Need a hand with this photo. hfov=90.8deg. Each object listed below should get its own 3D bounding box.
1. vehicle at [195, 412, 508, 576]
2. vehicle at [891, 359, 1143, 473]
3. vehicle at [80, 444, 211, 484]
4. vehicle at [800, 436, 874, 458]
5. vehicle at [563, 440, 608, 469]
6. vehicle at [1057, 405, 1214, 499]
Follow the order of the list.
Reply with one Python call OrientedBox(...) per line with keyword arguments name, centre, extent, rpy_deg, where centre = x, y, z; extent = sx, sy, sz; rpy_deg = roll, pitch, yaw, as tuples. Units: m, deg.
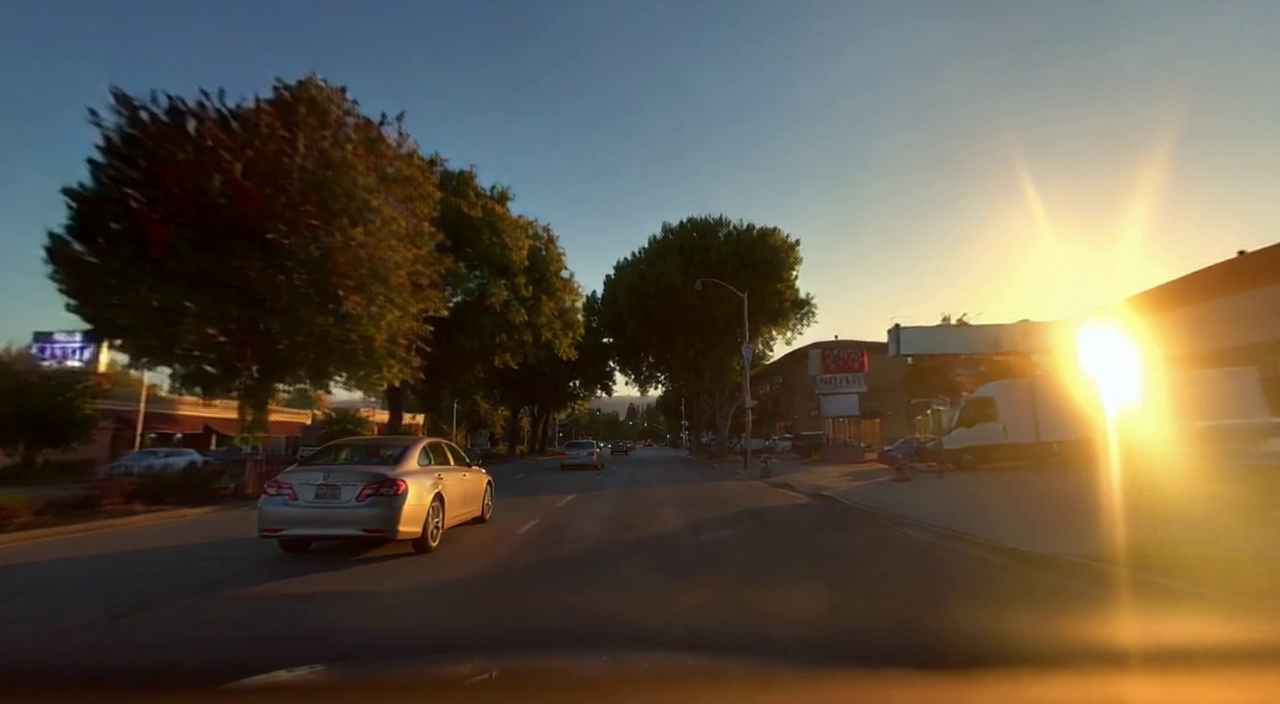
OrientedBox(name="vehicle", centre=(-3.437, 1.805, 8.803), extent=(2.126, 1.655, 4.560), rpy_deg=(0, -9, 1))
OrientedBox(name="vehicle", centre=(15.199, 2.688, 26.041), extent=(8.300, 4.310, 2.832), rpy_deg=(-1, -9, 1))
OrientedBox(name="vehicle", centre=(-25.575, 5.787, 33.058), extent=(2.258, 1.896, 5.595), rpy_deg=(0, -9, 1))
OrientedBox(name="vehicle", centre=(14.298, 6.890, 45.941), extent=(4.697, 1.518, 1.990), rpy_deg=(0, -8, -2))
OrientedBox(name="vehicle", centre=(-2.966, 5.678, 35.042), extent=(1.955, 1.461, 4.396), rpy_deg=(0, -9, 2))
OrientedBox(name="vehicle", centre=(11.895, 2.350, 15.004), extent=(5.297, 1.843, 2.097), rpy_deg=(8, -12, -44))
